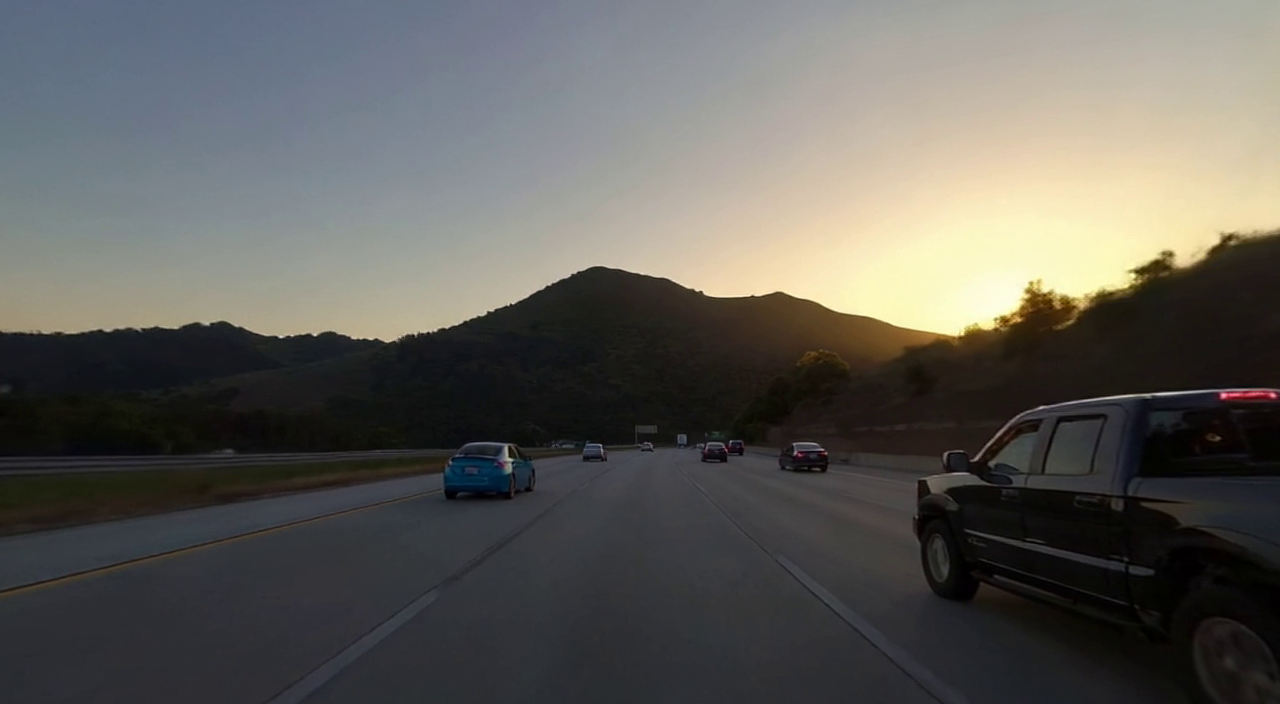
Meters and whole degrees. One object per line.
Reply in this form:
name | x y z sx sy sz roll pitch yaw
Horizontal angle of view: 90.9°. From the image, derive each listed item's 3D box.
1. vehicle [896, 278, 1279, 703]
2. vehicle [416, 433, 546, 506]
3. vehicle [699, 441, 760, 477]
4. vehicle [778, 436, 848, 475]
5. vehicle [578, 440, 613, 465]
vehicle | 3.401 0.823 3.147 2.098 1.925 5.171 0 -8 1
vehicle | -3.932 2.991 16.540 2.113 1.636 4.494 -1 -8 2
vehicle | 3.949 4.782 28.553 2.046 1.471 4.333 0 -8 -1
vehicle | 7.873 4.744 29.123 1.986 1.633 4.430 0 -8 0
vehicle | -3.065 7.030 44.337 2.021 1.679 4.310 -1 -8 2
